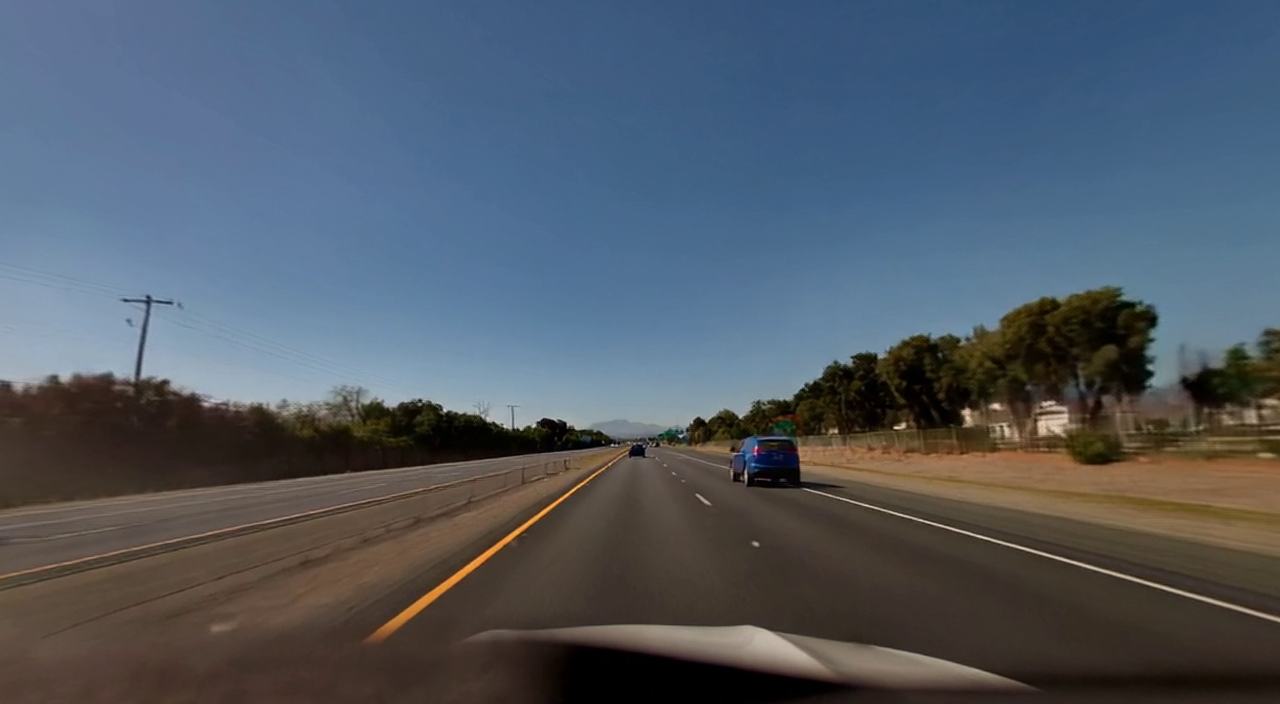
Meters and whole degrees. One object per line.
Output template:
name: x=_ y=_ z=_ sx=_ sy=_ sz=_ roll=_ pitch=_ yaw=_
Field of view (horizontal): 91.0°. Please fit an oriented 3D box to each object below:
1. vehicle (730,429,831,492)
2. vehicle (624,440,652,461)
vehicle: x=3.921 y=3.104 z=18.300 sx=2.037 sy=1.609 sz=4.036 roll=0 pitch=-8 yaw=1
vehicle: x=-0.112 y=7.404 z=47.391 sx=2.009 sy=1.554 sz=4.013 roll=0 pitch=-8 yaw=1
